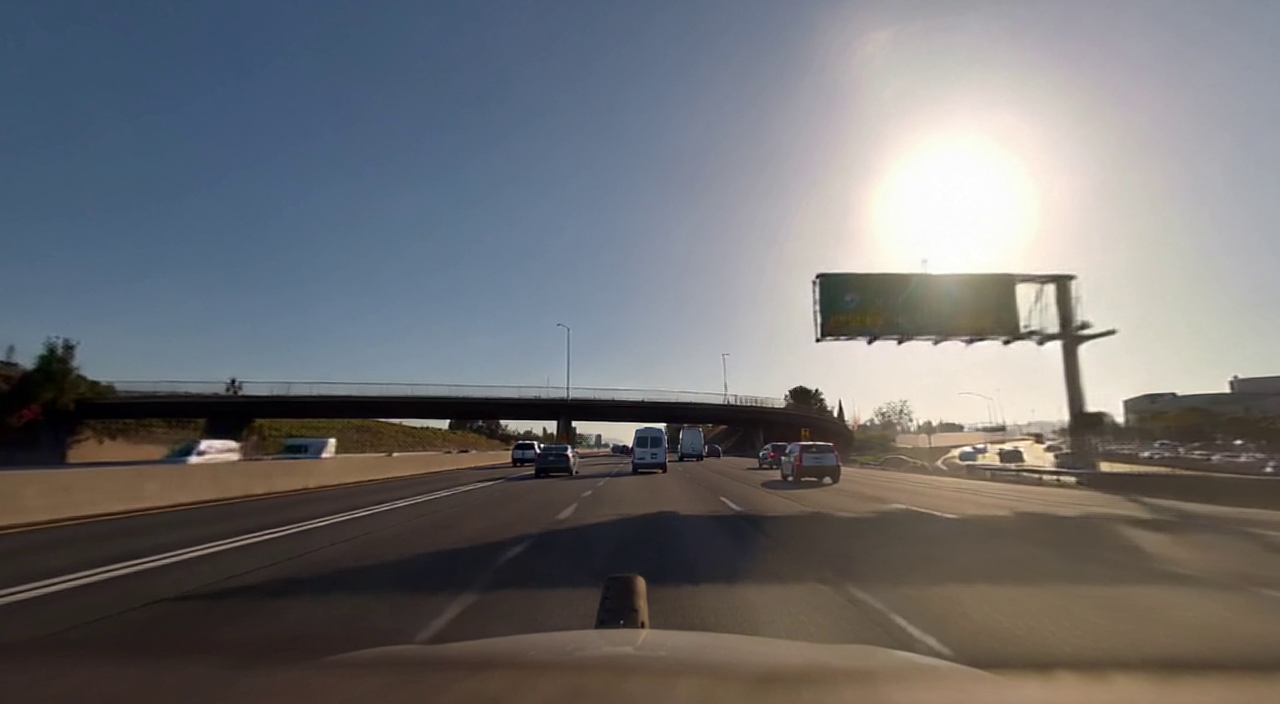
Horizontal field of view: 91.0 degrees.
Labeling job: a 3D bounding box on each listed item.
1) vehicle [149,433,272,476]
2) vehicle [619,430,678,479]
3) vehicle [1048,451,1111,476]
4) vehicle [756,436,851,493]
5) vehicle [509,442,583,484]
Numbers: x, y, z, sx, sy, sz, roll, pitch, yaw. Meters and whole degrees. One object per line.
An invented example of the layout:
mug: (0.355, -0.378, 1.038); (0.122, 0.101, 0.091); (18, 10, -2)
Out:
vehicle: (-33.388, 8.037, 49.648); (2.918, 3.000, 9.282); (0, -8, 2)
vehicle: (0.378, 4.716, 29.200); (2.509, 2.062, 4.639); (0, -9, 1)
vehicle: (32.709, 8.286, 46.998); (2.039, 1.718, 4.674); (-1, -9, 11)
vehicle: (5.385, 3.748, 21.376); (2.146, 1.678, 4.489); (0, -9, 2)
vehicle: (-3.687, 4.474, 25.726); (2.173, 1.542, 4.781); (0, -9, 2)
